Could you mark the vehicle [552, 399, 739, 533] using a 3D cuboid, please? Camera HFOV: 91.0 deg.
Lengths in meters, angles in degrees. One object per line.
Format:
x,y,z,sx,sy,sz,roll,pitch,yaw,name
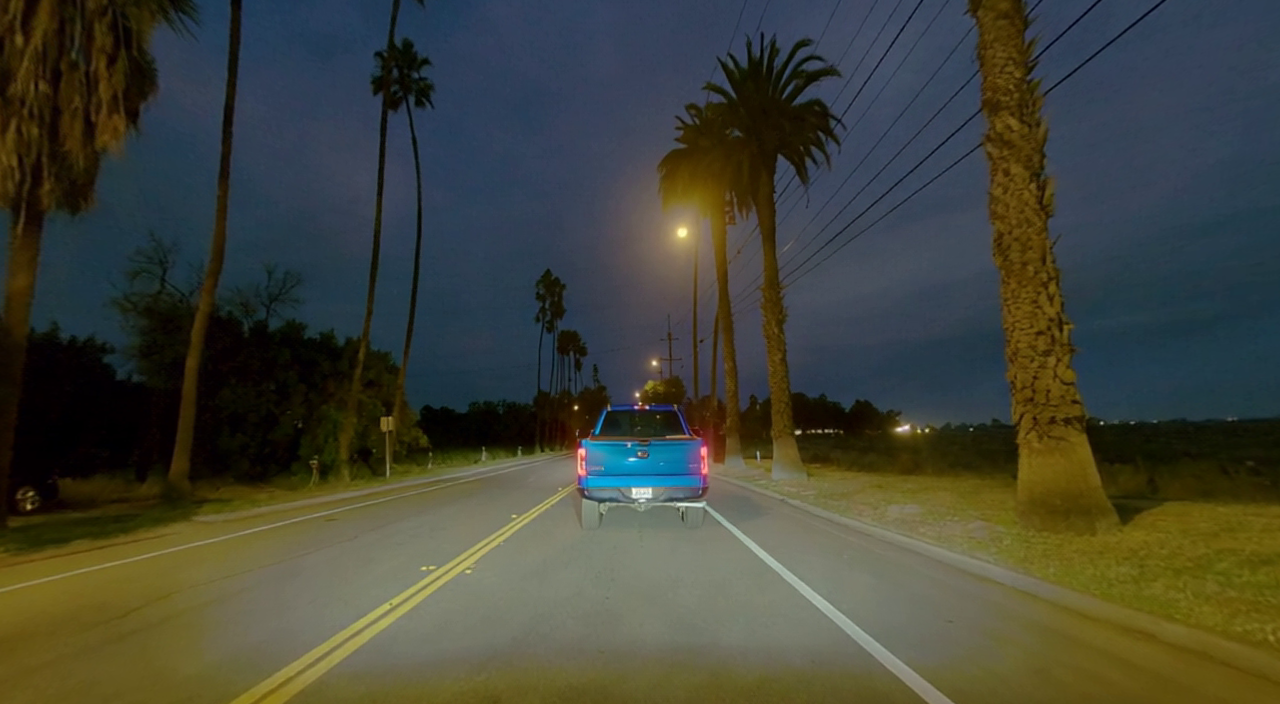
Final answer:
0.044,2.154,12.494,2.803,2.005,5.885,0,-8,-1,vehicle
